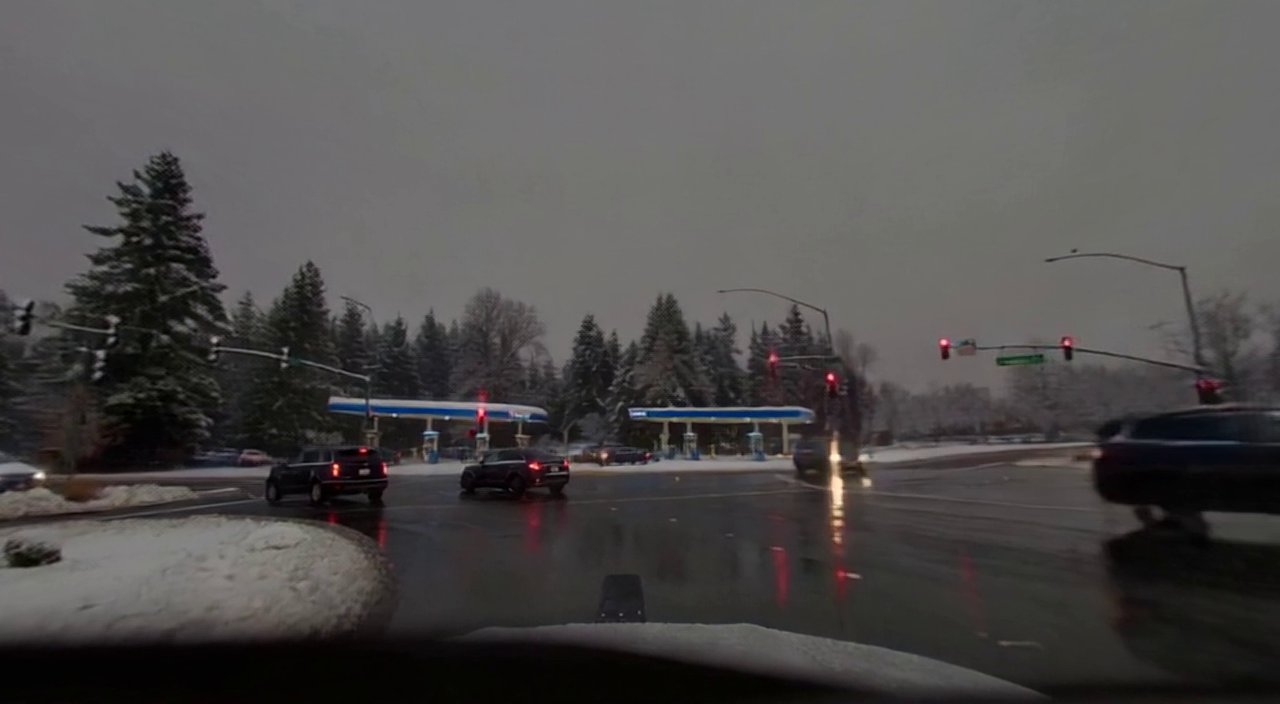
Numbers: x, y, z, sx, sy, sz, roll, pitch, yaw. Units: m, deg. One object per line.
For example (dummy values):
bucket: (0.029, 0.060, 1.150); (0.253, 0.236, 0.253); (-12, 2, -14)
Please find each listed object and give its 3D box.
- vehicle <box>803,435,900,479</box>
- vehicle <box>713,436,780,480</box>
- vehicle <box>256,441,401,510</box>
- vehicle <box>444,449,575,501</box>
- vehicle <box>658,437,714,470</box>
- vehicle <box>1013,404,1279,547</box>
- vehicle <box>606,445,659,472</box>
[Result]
vehicle: (8.334, 4.202, 25.387); (1.976, 1.573, 4.543); (0, -9, -5)
vehicle: (4.290, 4.367, 26.121); (2.126, 1.626, 4.585); (-1, -9, 2)
vehicle: (-9.443, 3.639, 19.029); (4.616, 1.733, 2.351); (-9, -11, 42)
vehicle: (-4.359, 3.956, 20.683); (1.965, 1.460, 4.581); (8, -13, -44)
vehicle: (3.013, 6.402, 39.894); (2.517, 1.875, 5.774); (-3, -9, 14)
vehicle: (8.638, 1.830, 9.690); (2.016, 1.828, 4.503); (4, -10, -26)
vehicle: (-0.422, 6.687, 39.876); (2.210, 1.542, 4.501); (-4, -10, 14)
